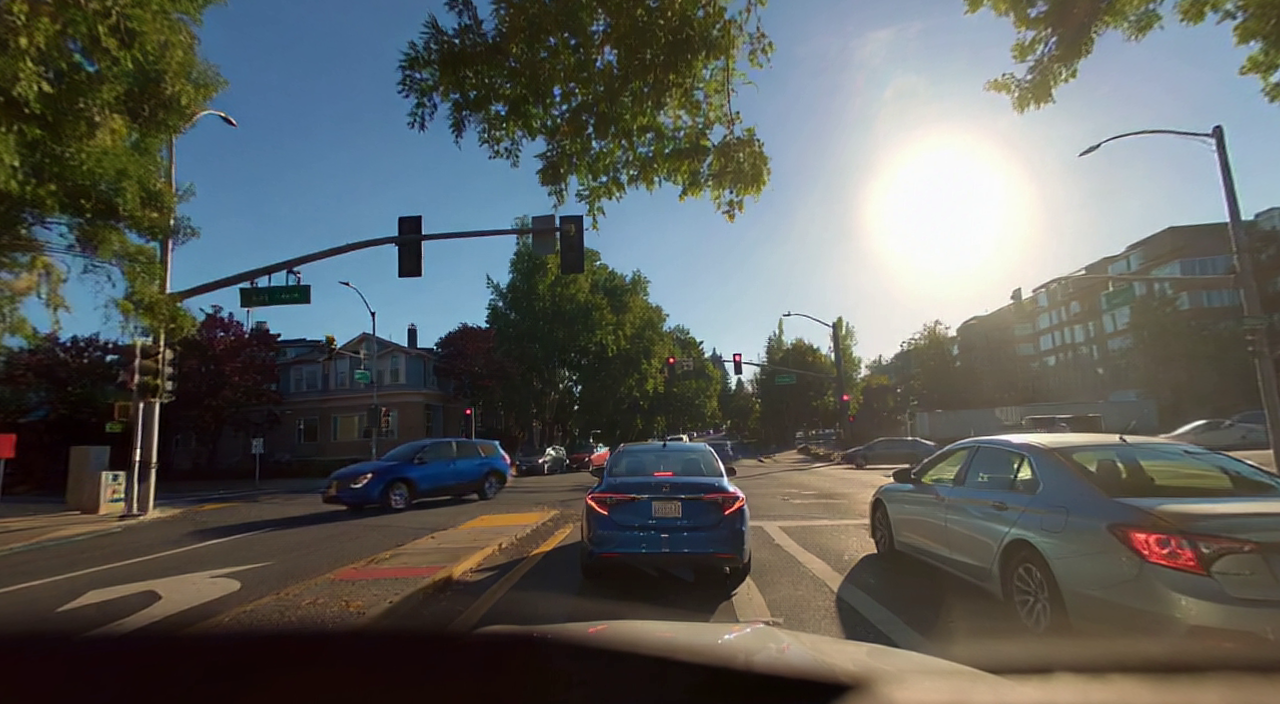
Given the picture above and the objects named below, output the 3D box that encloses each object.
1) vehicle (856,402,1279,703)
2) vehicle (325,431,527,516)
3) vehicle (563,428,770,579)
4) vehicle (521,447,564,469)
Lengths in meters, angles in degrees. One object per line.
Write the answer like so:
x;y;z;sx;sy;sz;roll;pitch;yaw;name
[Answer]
3.654;1.336;5.430;1.888;1.486;4.681;0;-9;-1;vehicle
-5.171;2.988;16.109;1.988;1.799;4.789;-5;-10;27;vehicle
0.302;1.821;8.330;2.090;1.505;3.756;-1;-9;1;vehicle
-6.924;7.583;45.294;2.093;1.476;4.278;-1;-9;4;vehicle
